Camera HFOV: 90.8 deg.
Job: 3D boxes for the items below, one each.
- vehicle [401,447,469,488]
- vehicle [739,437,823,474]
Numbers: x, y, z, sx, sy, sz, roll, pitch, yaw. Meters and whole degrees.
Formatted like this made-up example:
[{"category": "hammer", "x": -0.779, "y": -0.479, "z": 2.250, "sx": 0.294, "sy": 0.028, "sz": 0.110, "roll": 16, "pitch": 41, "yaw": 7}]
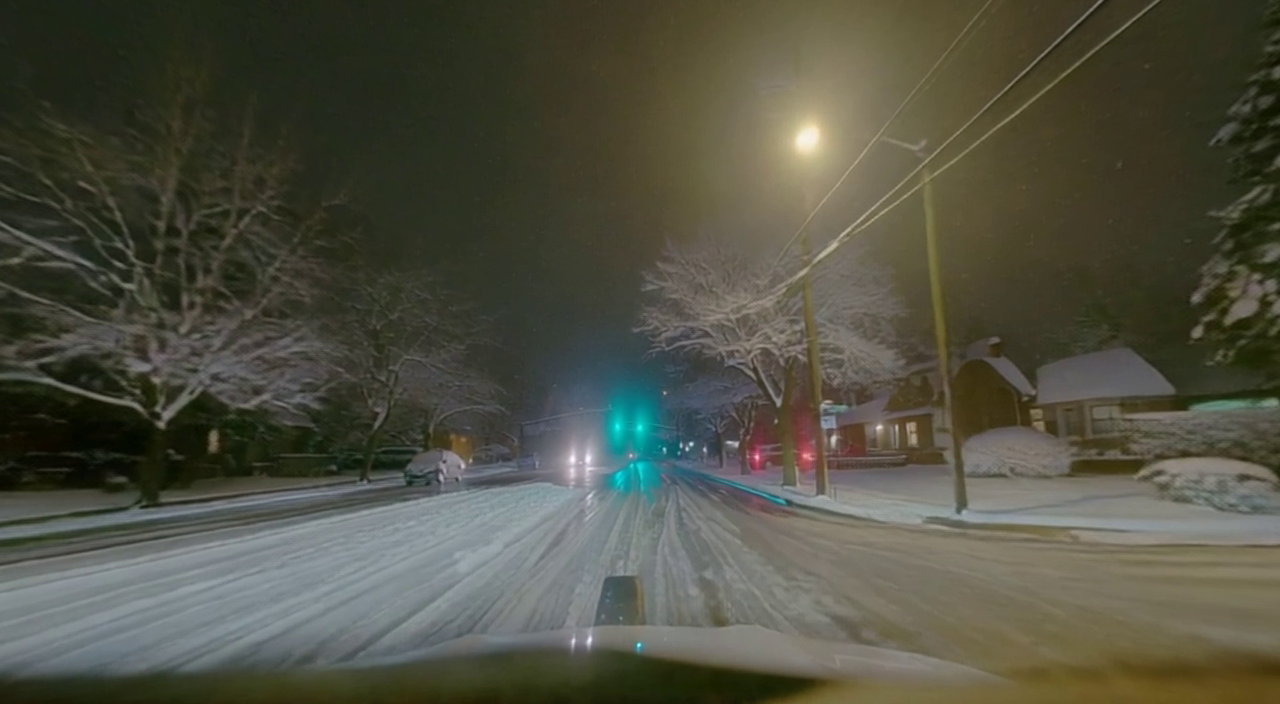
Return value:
[{"category": "vehicle", "x": -11.142, "y": 6.279, "z": 34.720, "sx": 2.024, "sy": 1.795, "sz": 5.054, "roll": -8, "pitch": -9, "yaw": -2}, {"category": "vehicle", "x": 9.811, "y": 7.129, "z": 43.849, "sx": 5.565, "sy": 2.036, "sz": 1.907, "roll": 0, "pitch": -6, "yaw": -26}]
